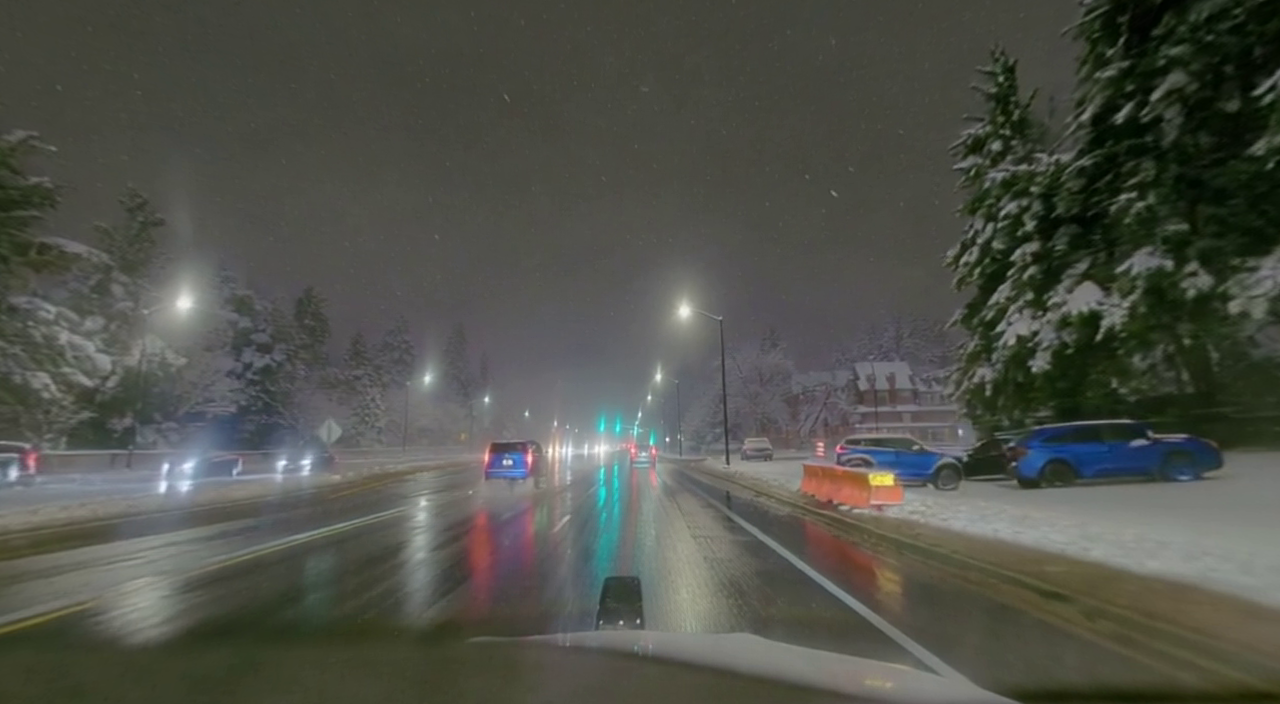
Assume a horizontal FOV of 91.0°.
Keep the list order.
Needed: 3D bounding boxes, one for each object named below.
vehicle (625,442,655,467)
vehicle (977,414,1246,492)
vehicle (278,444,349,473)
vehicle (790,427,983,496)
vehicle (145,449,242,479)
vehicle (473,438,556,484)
[{"bbox_3d":[-0.007,7.473,46.108,2.135,1.711,4.124,0,-9,0],"label":"vehicle"},{"bbox_3d":[11.645,2.535,15.919,4.936,1.813,2.158,-1,-9,3],"label":"vehicle"},{"bbox_3d":[-20.729,6.745,40.176,2.053,1.761,4.479,0,-9,1],"label":"vehicle"},{"bbox_3d":[6.592,2.993,17.380,4.447,1.754,2.182,-1,-9,5],"label":"vehicle"},{"bbox_3d":[-24.845,6.240,35.275,1.906,1.525,4.709,0,-9,1],"label":"vehicle"},{"bbox_3d":[-4.849,4.300,25.130,2.198,1.663,4.519,0,-9,3],"label":"vehicle"}]
